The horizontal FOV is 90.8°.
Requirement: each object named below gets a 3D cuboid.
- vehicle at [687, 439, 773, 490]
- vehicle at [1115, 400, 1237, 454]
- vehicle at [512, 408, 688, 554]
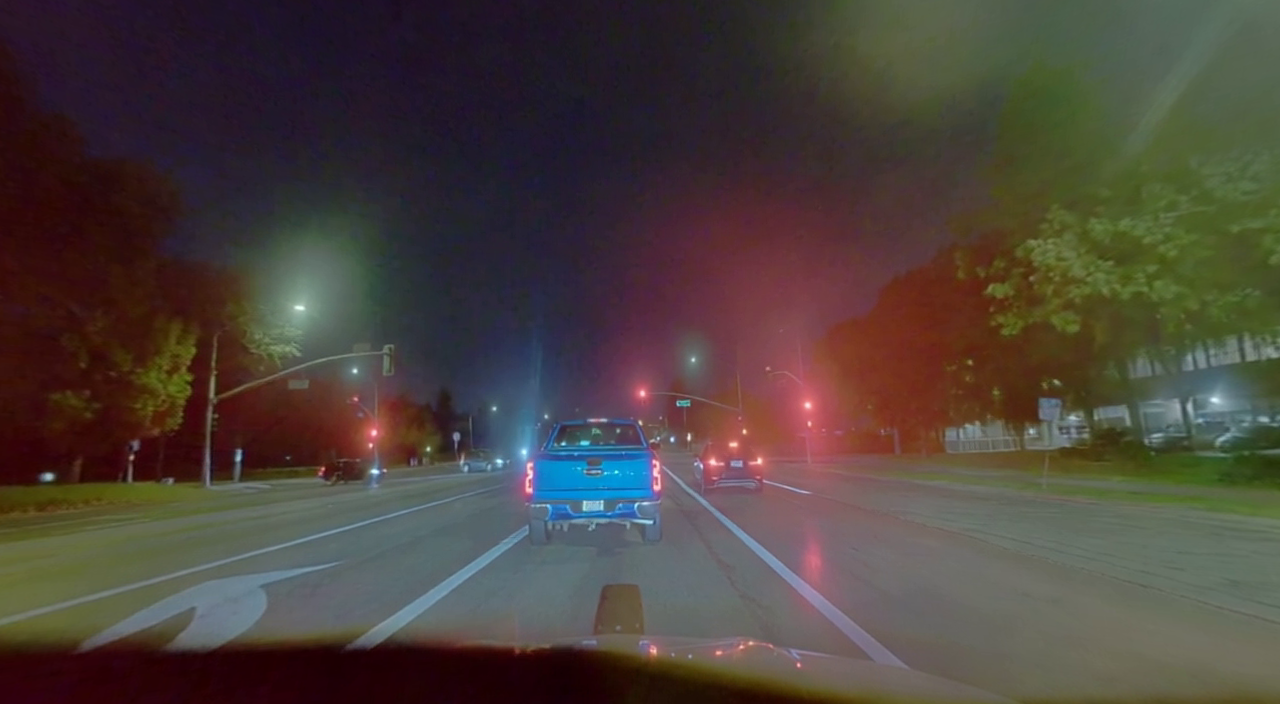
[{"bbox_3d":[2.811,3.635,20.818,2.073,1.484,4.437,0,-9,-1],"label":"vehicle"},{"bbox_3d":[30.457,4.341,36.105,2.892,2.881,4.178,2,-9,-15],"label":"vehicle"},{"bbox_3d":[-0.500,1.927,10.153,2.145,1.762,4.731,0,-9,0],"label":"vehicle"}]
